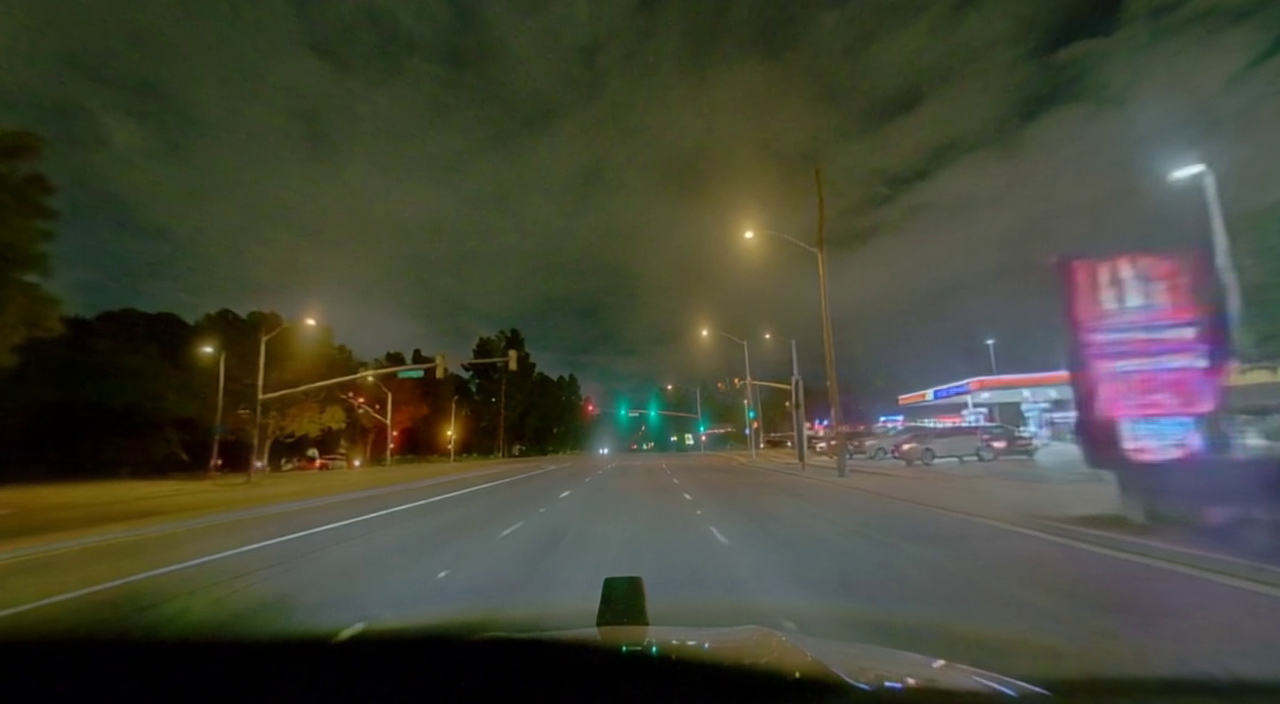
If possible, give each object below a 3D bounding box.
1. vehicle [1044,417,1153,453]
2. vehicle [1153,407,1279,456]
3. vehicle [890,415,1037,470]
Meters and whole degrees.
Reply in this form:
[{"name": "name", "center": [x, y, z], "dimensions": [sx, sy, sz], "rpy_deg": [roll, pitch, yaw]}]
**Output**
[{"name": "vehicle", "center": [26.904, 4.894, 37.051], "dimensions": [5.031, 1.746, 1.999], "rpy_deg": [-1, -10, -9]}, {"name": "vehicle", "center": [25.560, 3.272, 26.251], "dimensions": [6.381, 1.869, 2.512], "rpy_deg": [0, -7, -5]}, {"name": "vehicle", "center": [13.441, 3.777, 26.432], "dimensions": [4.821, 1.788, 2.132], "rpy_deg": [-5, -8, 0]}]
